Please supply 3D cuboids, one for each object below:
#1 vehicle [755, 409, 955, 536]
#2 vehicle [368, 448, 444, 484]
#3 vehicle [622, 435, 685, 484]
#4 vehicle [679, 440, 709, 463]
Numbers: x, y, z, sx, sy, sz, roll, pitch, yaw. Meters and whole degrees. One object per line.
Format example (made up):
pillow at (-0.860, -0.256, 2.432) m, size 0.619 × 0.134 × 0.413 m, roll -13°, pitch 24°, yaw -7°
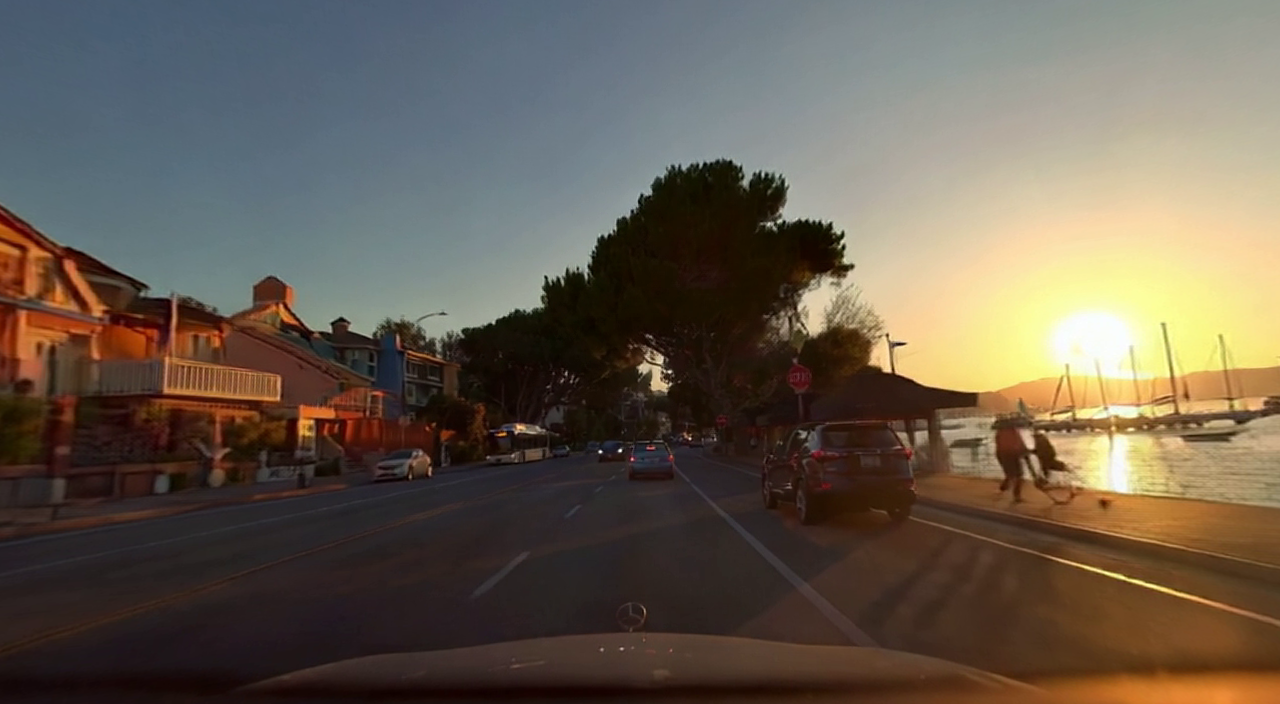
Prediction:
vehicle at (3.499, 2.065, 11.336) m, size 2.000 × 1.809 × 4.405 m, roll 0°, pitch -9°, yaw 0°
vehicle at (-10.301, 5.023, 28.041) m, size 1.731 × 1.489 × 3.841 m, roll -1°, pitch -9°, yaw 3°
vehicle at (0.443, 3.937, 23.236) m, size 2.132 × 1.632 × 3.838 m, roll 0°, pitch -9°, yaw 0°
vehicle at (4.025, 7.461, 47.374) m, size 1.876 × 1.626 × 3.851 m, roll 0°, pitch -9°, yaw -1°
